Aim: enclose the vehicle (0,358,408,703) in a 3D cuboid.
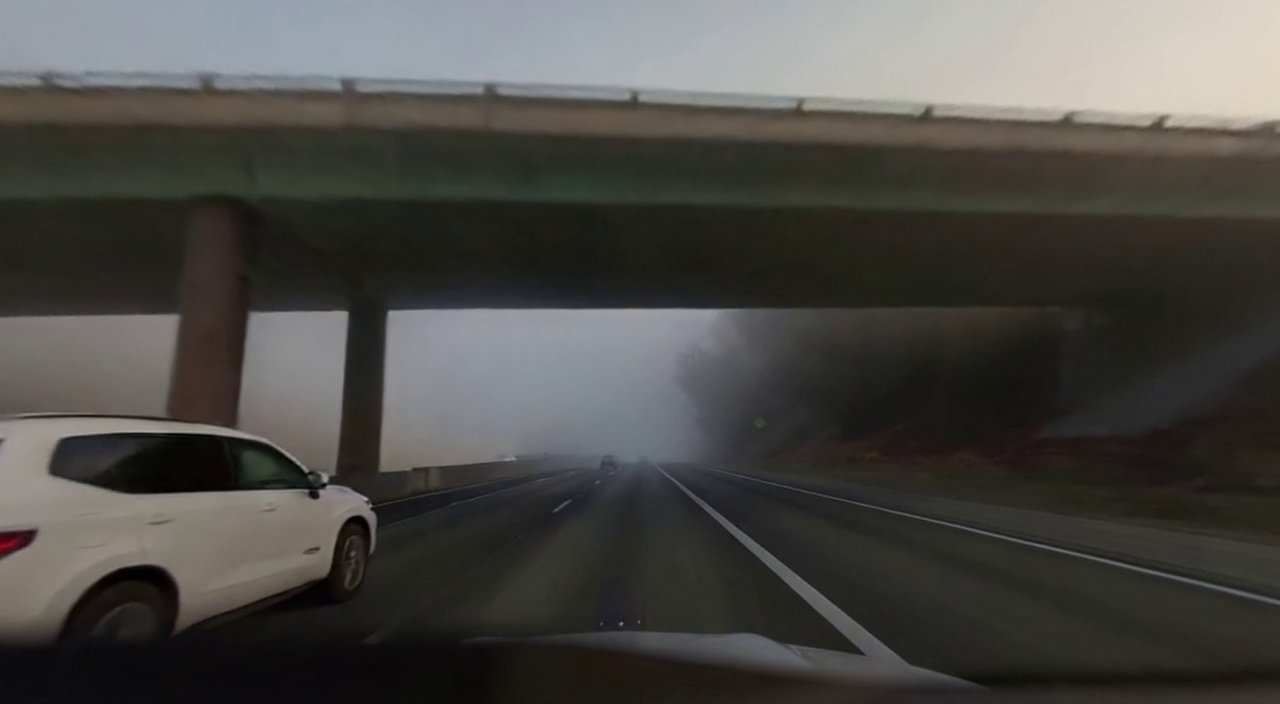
[{"bbox_3d":[-3.432,1.080,3.716,2.274,1.628,4.807,0,-9,0],"label":"vehicle"}]
